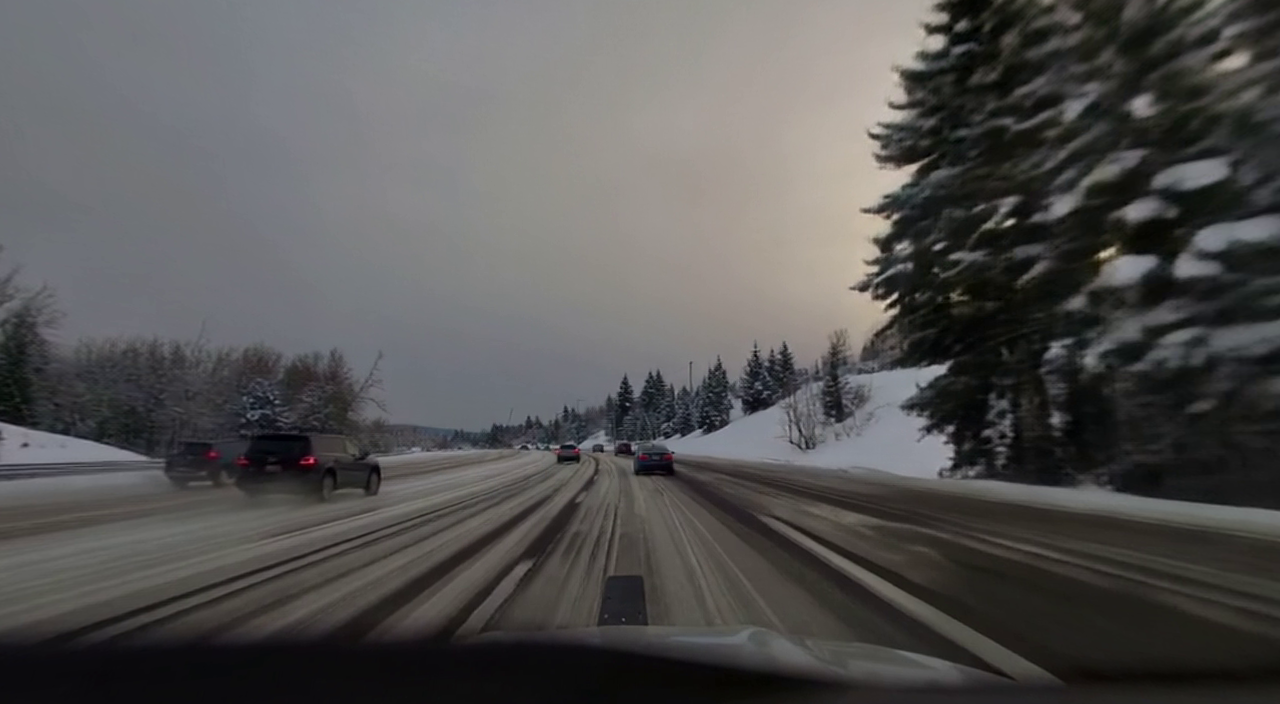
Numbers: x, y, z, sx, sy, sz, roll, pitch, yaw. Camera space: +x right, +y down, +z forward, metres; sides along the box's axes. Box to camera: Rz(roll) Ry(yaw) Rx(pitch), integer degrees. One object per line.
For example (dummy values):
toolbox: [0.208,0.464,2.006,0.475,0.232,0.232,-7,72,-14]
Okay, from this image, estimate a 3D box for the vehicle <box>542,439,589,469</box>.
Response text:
vehicle: [-4.110,5.755,35.740,2.246,1.519,4.980,0,-9,-2]

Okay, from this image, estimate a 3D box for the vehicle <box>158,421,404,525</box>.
vehicle: [-6.763,2.336,12.710,2.221,1.693,4.631,0,-9,0]

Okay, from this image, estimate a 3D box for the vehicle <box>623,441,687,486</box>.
vehicle: [0.438,3.867,22.173,2.051,1.444,3.927,0,-9,-1]
